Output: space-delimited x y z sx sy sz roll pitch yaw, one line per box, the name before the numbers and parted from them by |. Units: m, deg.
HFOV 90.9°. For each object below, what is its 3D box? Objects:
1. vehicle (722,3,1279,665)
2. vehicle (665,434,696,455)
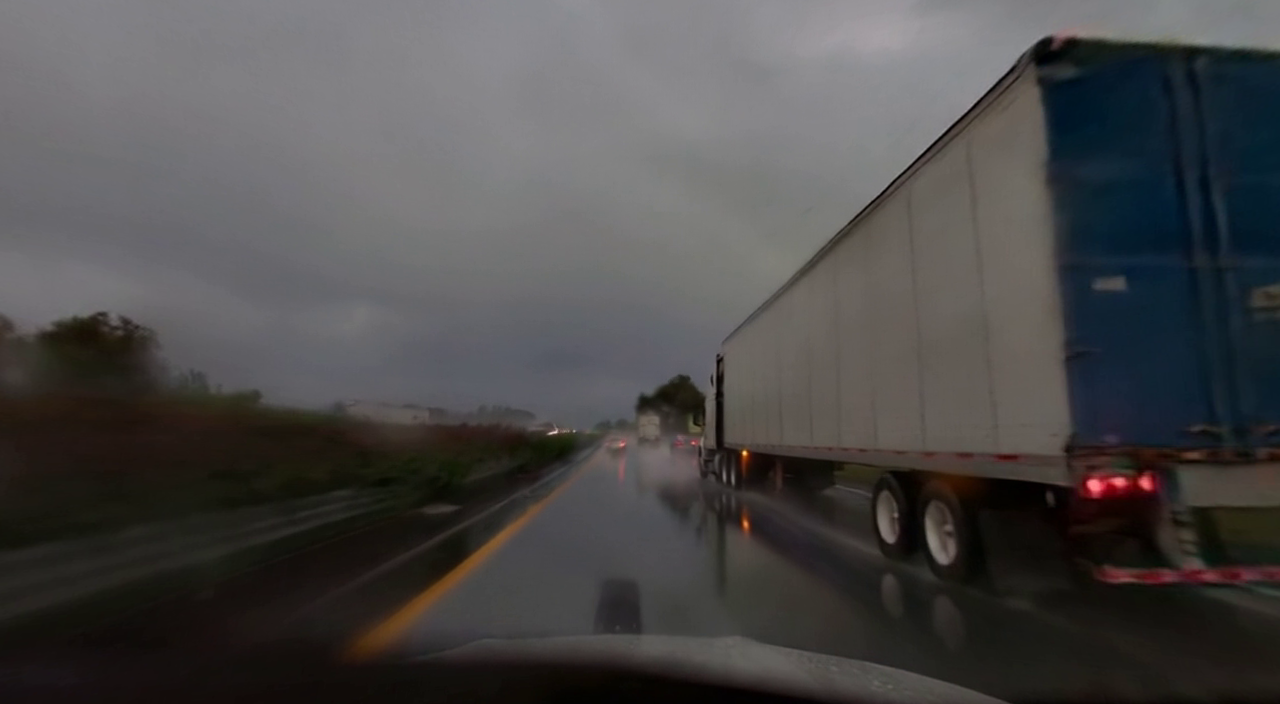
vehicle | 4.044 0.669 10.923 2.965 4.033 14.299 0 -7 -1
vehicle | 2.943 6.771 46.218 1.813 1.454 4.197 0 -7 -3
